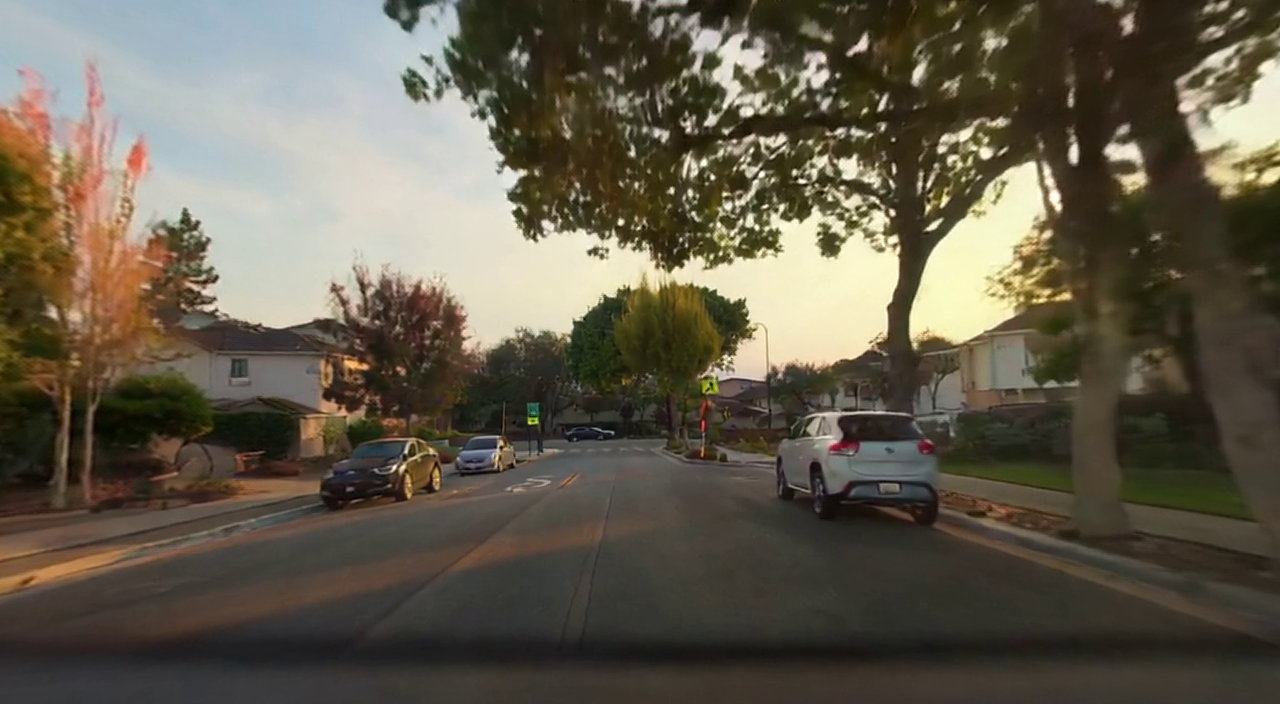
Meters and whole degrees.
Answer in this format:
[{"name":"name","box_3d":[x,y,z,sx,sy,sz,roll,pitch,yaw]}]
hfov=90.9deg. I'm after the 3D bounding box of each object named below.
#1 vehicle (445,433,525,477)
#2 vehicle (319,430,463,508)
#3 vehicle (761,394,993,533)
[{"name":"vehicle","box_3d":[-5.670,3.781,23.547,1.919,1.464,4.155,0,-8,0]},{"name":"vehicle","box_3d":[-5.606,2.614,14.704,1.842,1.540,3.704,-1,-7,0]},{"name":"vehicle","box_3d":[3.334,1.658,10.035,1.997,1.663,4.544,-1,-7,1]}]
